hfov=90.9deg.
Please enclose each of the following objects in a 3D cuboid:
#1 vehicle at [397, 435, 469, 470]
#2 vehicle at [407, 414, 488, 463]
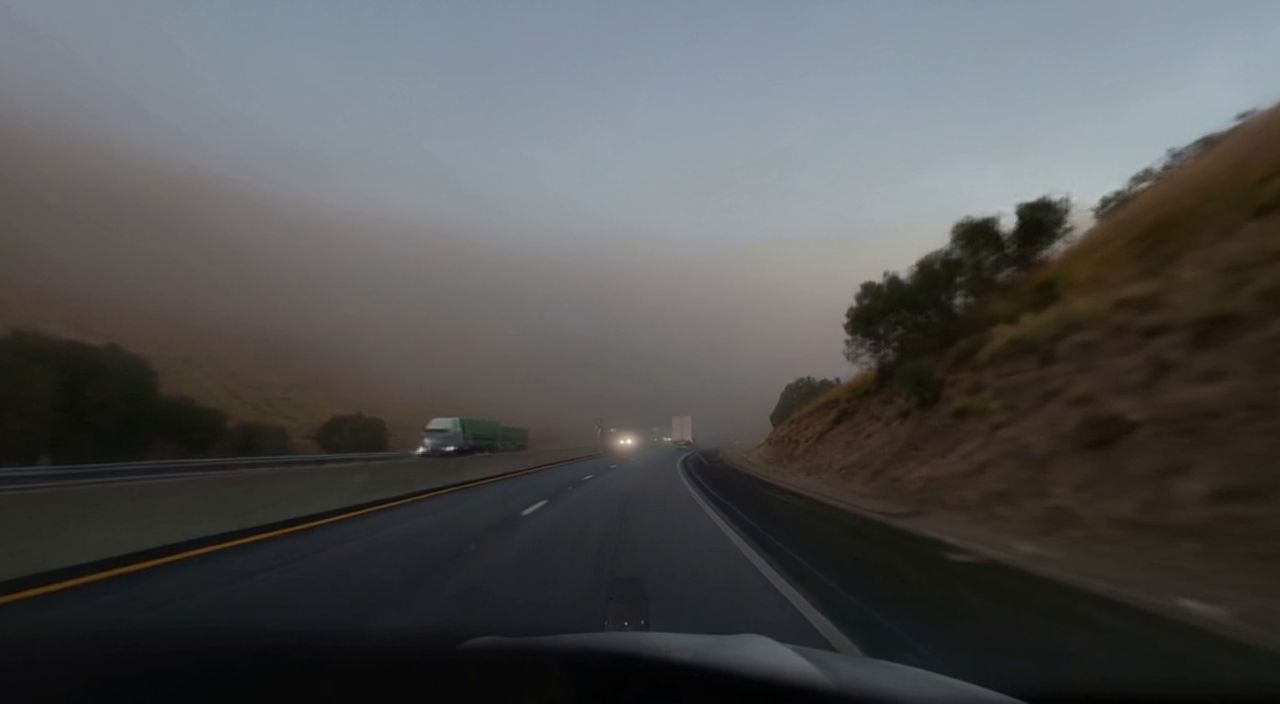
[{"bbox_3d":[-10.515,5.147,32.366,2.032,1.636,4.413,0,-9,3],"label":"vehicle"},{"bbox_3d":[-13.917,6.440,46.522,2.932,3.214,9.129,0,-9,1],"label":"vehicle"}]
